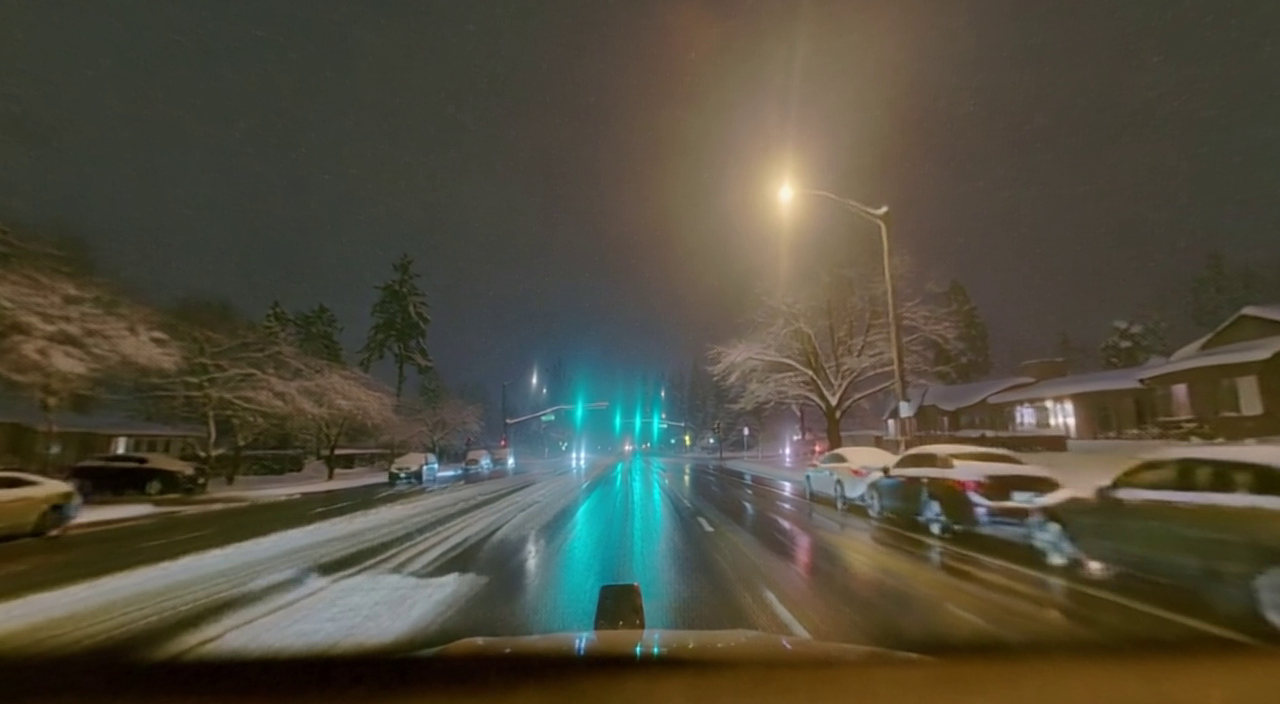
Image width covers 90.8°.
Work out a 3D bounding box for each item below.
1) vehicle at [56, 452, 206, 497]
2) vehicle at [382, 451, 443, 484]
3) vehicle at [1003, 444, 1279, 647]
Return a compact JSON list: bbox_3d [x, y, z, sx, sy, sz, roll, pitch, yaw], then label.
[{"bbox_3d":[-20.853,4.999,26.037,4.417,1.754,1.946,0,-9,-1],"label":"vehicle"},{"bbox_3d":[-13.005,6.619,36.418,1.916,1.754,4.337,0,-9,-1],"label":"vehicle"},{"bbox_3d":[5.582,1.587,5.757,1.875,1.466,4.355,0,-9,-1],"label":"vehicle"}]
